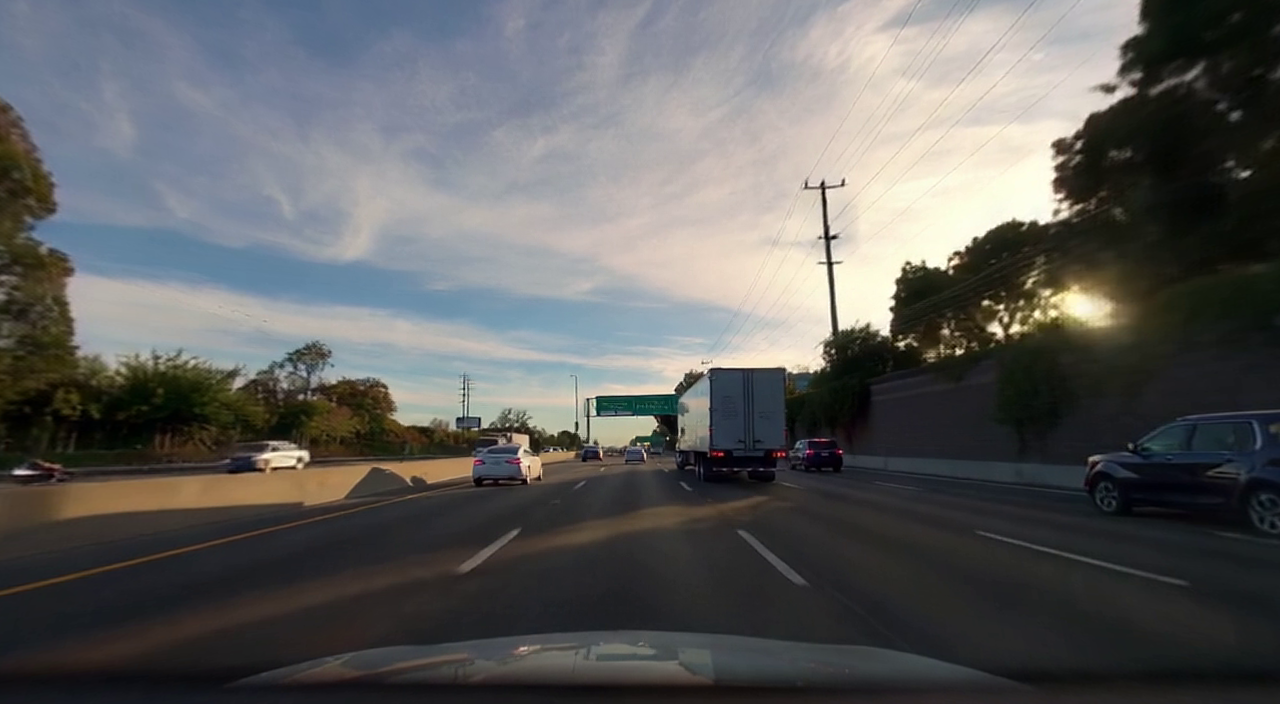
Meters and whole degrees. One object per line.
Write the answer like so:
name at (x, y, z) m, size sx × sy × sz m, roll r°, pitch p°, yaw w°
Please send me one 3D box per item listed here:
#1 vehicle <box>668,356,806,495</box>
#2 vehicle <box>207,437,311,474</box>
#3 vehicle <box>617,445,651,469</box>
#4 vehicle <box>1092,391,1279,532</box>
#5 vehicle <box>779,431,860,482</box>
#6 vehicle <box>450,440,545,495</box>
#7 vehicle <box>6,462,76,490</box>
vehicle at (3.235, 3.349, 26.828) m, size 2.907 × 4.109 × 16.177 m, roll 0°, pitch -8°, yaw -1°
vehicle at (-19.081, 5.211, 31.874) m, size 2.146 × 1.673 × 5.184 m, roll 0°, pitch -8°, yaw -2°
vehicle at (-0.359, 6.767, 40.725) m, size 2.047 × 1.485 × 3.938 m, roll 0°, pitch -8°, yaw 0°
vehicle at (11.020, 1.794, 10.439) m, size 2.420 × 2.141 × 5.994 m, roll 0°, pitch -8°, yaw -2°
vehicle at (7.474, 4.401, 26.746) m, size 2.079 × 1.938 × 4.630 m, roll 0°, pitch -8°, yaw 0°
vehicle at (-4.239, 3.491, 19.372) m, size 1.968 × 1.507 × 3.829 m, roll 0°, pitch -8°, yaw 1°
vehicle at (-39.087, 8.062, 41.203) m, size 1.906 × 1.521 × 4.931 m, roll 5°, pitch -10°, yaw -27°
